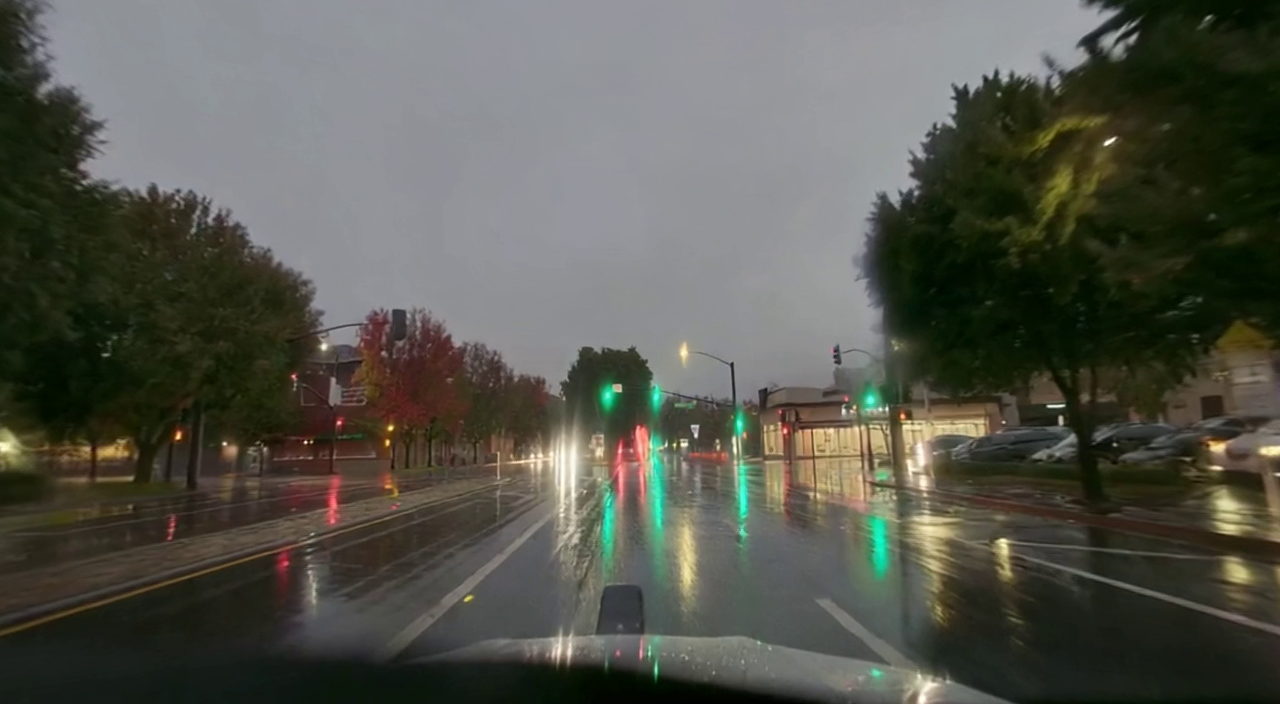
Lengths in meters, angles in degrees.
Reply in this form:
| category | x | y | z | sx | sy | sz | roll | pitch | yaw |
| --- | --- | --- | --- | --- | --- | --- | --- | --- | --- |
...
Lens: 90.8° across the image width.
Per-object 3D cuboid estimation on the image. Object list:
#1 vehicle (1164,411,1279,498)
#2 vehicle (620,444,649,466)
| category | x | y | z | sx | sy | sz | roll | pitch | yaw |
| --- | --- | --- | --- | --- | --- | --- | --- | --- | --- |
| vehicle | 13.817 | 1.980 | 12.292 | 5.008 | 1.603 | 2.082 | -3 | -9 | 17 |
| vehicle | -0.422 | 7.575 | 46.526 | 2.045 | 1.510 | 3.690 | 0 | -9 | -1 |
